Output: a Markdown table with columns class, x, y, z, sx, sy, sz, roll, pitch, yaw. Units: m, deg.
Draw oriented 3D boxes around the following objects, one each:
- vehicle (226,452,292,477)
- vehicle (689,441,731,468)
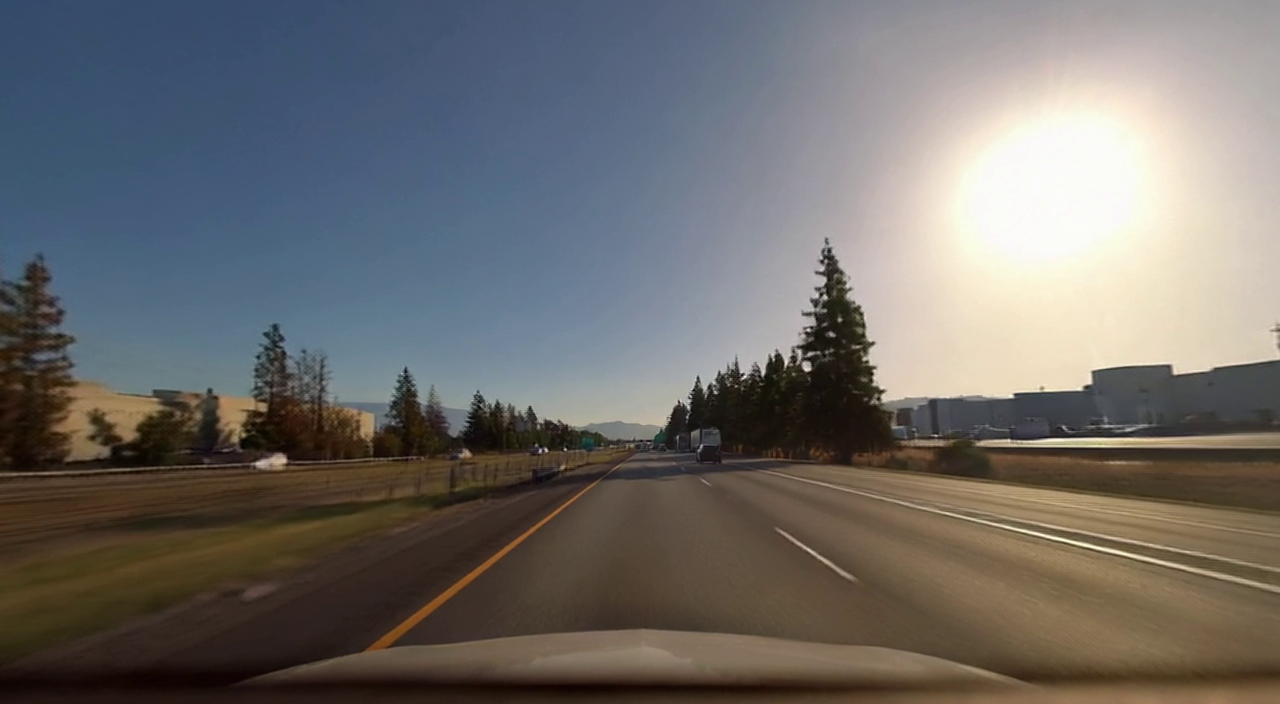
| class | x | y | z | sx | sy | sz | roll | pitch | yaw |
| --- | --- | --- | --- | --- | --- | --- | --- | --- | --- |
| vehicle | -27.602 | 8.112 | 45.849 | 1.906 | 1.658 | 4.584 | 0 | -8 | 1 |
| vehicle | 4.216 | 6.232 | 38.498 | 2.062 | 1.518 | 4.026 | 0 | -8 | -1 |
